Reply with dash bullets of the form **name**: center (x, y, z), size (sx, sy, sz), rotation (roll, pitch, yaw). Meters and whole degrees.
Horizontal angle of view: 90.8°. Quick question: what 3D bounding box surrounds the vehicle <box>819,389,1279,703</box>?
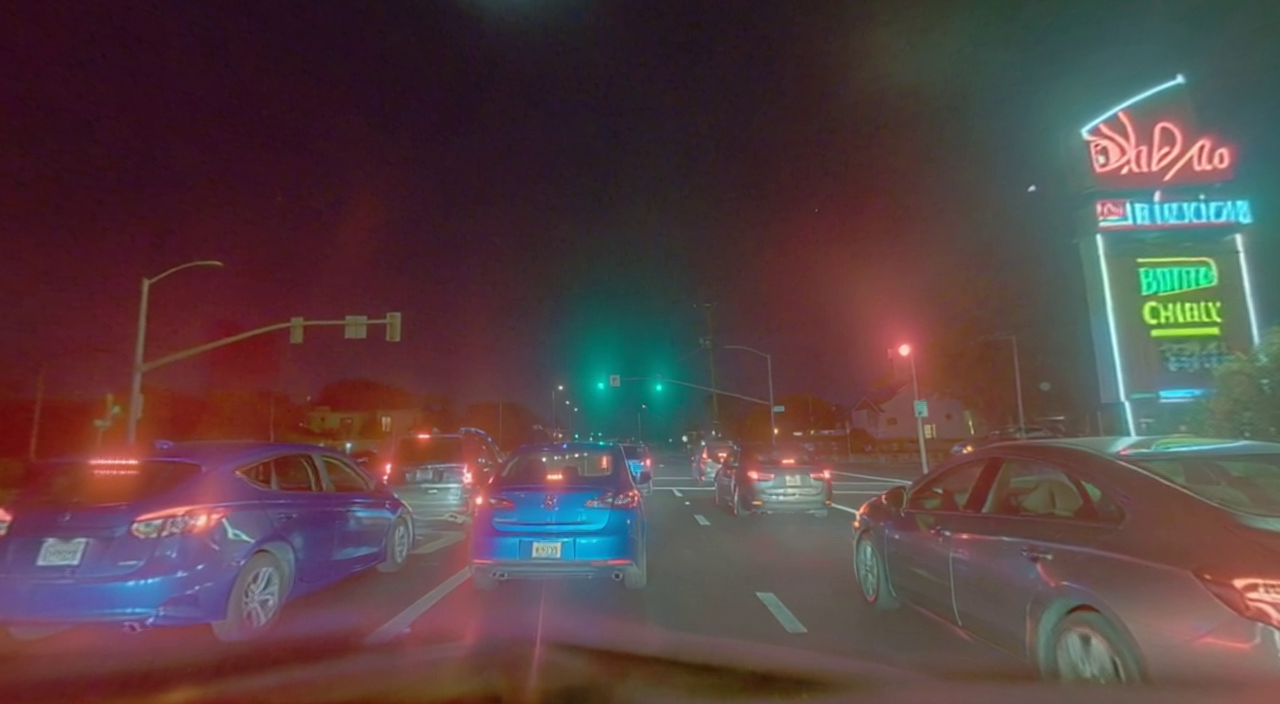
- **vehicle**: center (2.769, 1.153, 3.862), size (2.014, 1.464, 4.312), rotation (0, -9, -1)

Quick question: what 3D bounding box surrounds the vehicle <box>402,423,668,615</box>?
- **vehicle**: center (-0.882, 1.617, 6.999), size (2.104, 1.500, 3.815), rotation (0, -9, -2)

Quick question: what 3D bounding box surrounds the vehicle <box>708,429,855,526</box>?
- **vehicle**: center (2.625, 2.443, 12.866), size (1.956, 1.615, 4.205), rotation (0, -9, -1)

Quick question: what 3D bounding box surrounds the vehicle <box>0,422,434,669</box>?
- **vehicle**: center (-3.668, 1.511, 6.130), size (2.058, 1.474, 4.473), rotation (0, -9, -3)
